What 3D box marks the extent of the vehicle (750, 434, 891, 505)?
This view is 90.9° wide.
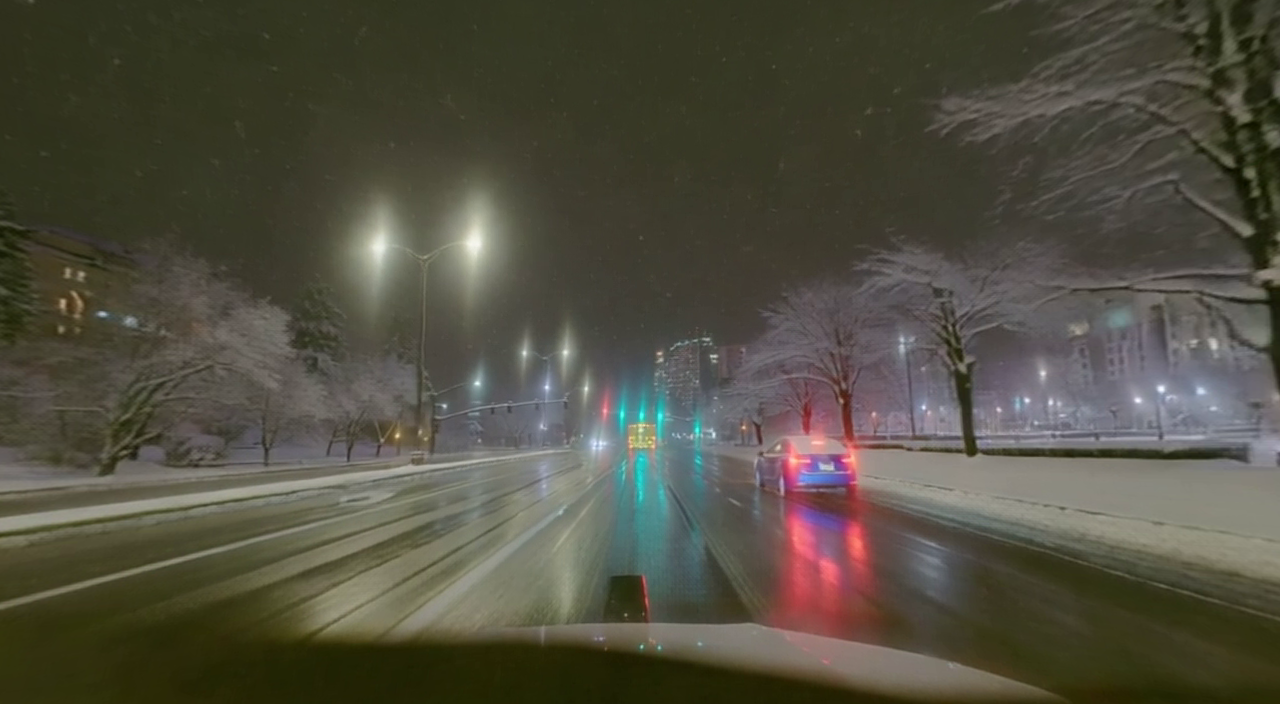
[{"bbox_3d":[4.182,2.801,15.548,2.005,1.442,4.675,0,-8,-1],"label":"vehicle"}]
